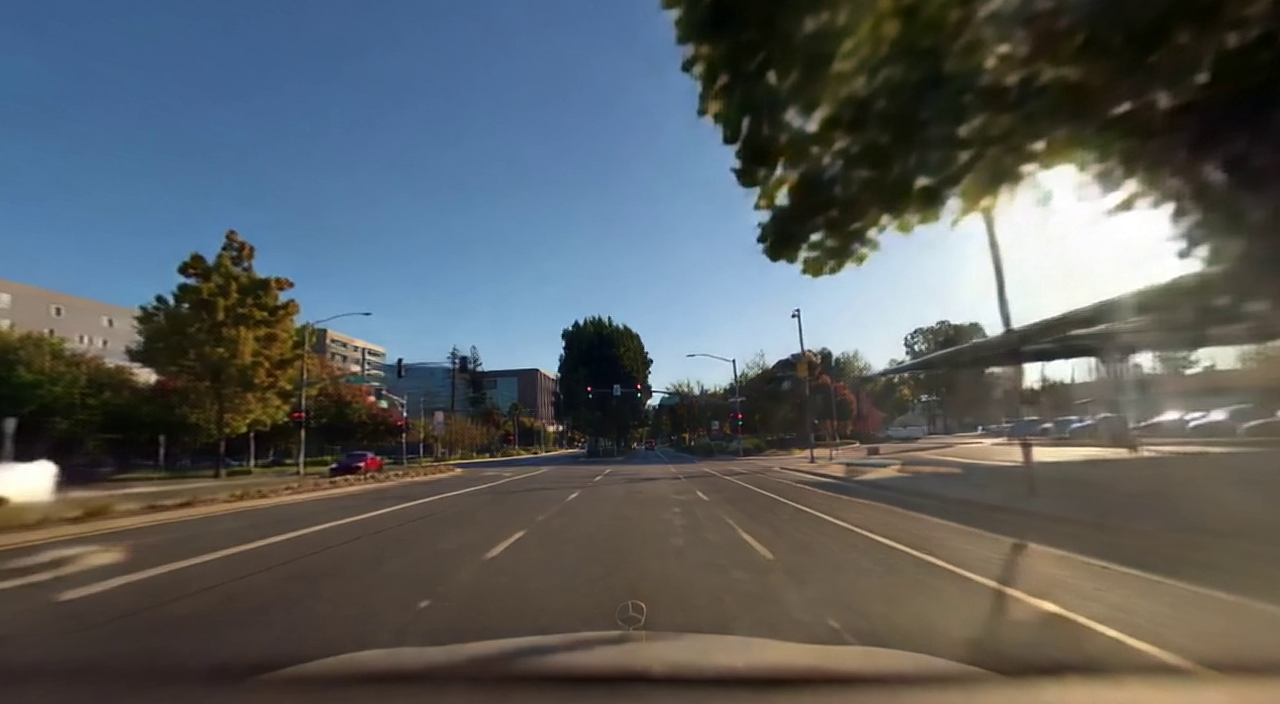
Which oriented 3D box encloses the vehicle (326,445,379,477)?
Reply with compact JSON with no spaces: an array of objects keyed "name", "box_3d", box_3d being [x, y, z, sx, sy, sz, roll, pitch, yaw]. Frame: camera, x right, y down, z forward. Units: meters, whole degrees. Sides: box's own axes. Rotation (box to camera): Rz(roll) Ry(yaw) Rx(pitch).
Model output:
[{"name":"vehicle","box_3d":[-16.643,6.284,36.741,1.999,1.710,4.228,2,-8,-14]}]
